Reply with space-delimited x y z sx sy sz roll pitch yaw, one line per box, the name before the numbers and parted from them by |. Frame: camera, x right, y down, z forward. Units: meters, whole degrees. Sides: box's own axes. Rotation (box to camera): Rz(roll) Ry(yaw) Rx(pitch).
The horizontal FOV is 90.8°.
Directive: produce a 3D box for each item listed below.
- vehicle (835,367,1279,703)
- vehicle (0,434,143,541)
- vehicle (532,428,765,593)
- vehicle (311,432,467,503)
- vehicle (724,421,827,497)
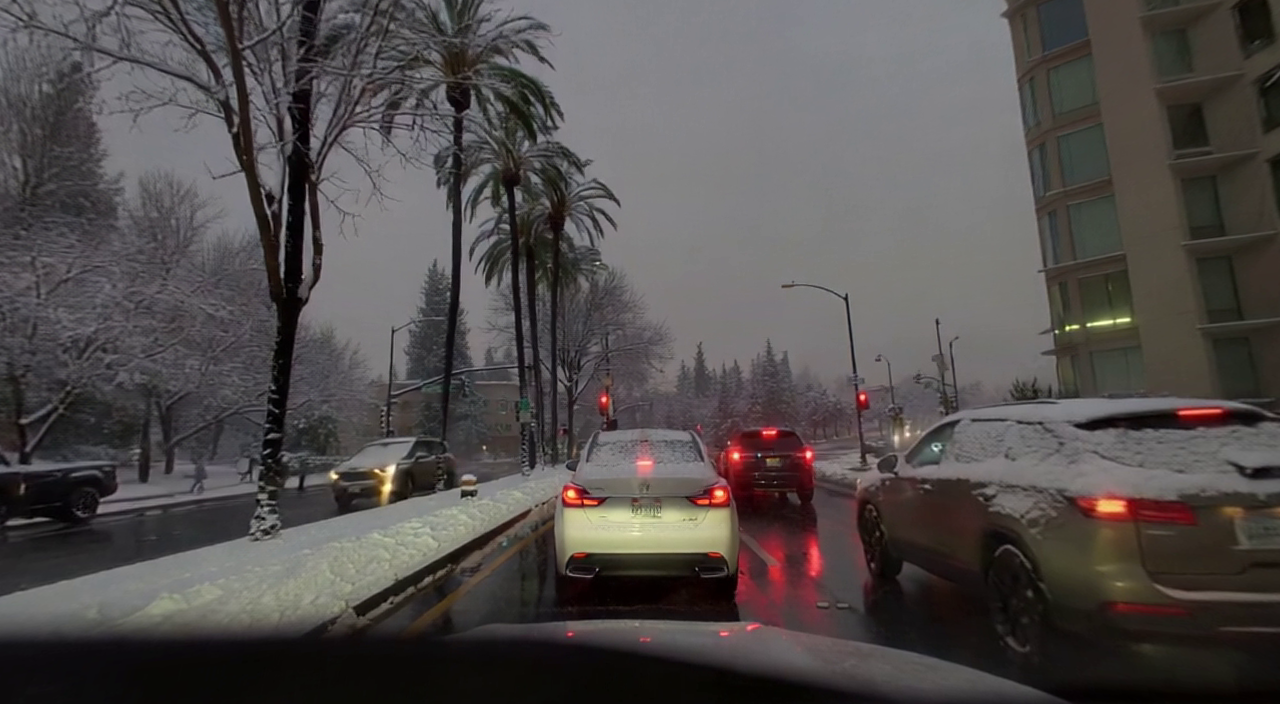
vehicle | 3.282 1.248 5.182 2.003 1.733 4.319 0 -8 1
vehicle | -13.061 2.719 12.296 2.240 1.964 5.707 -6 -8 0
vehicle | 0.119 1.721 7.719 2.088 1.452 3.993 0 -8 1
vehicle | -6.768 3.148 17.669 2.053 1.693 4.198 -2 -9 11
vehicle | 3.729 3.041 18.327 2.226 1.897 4.765 -1 -8 4
